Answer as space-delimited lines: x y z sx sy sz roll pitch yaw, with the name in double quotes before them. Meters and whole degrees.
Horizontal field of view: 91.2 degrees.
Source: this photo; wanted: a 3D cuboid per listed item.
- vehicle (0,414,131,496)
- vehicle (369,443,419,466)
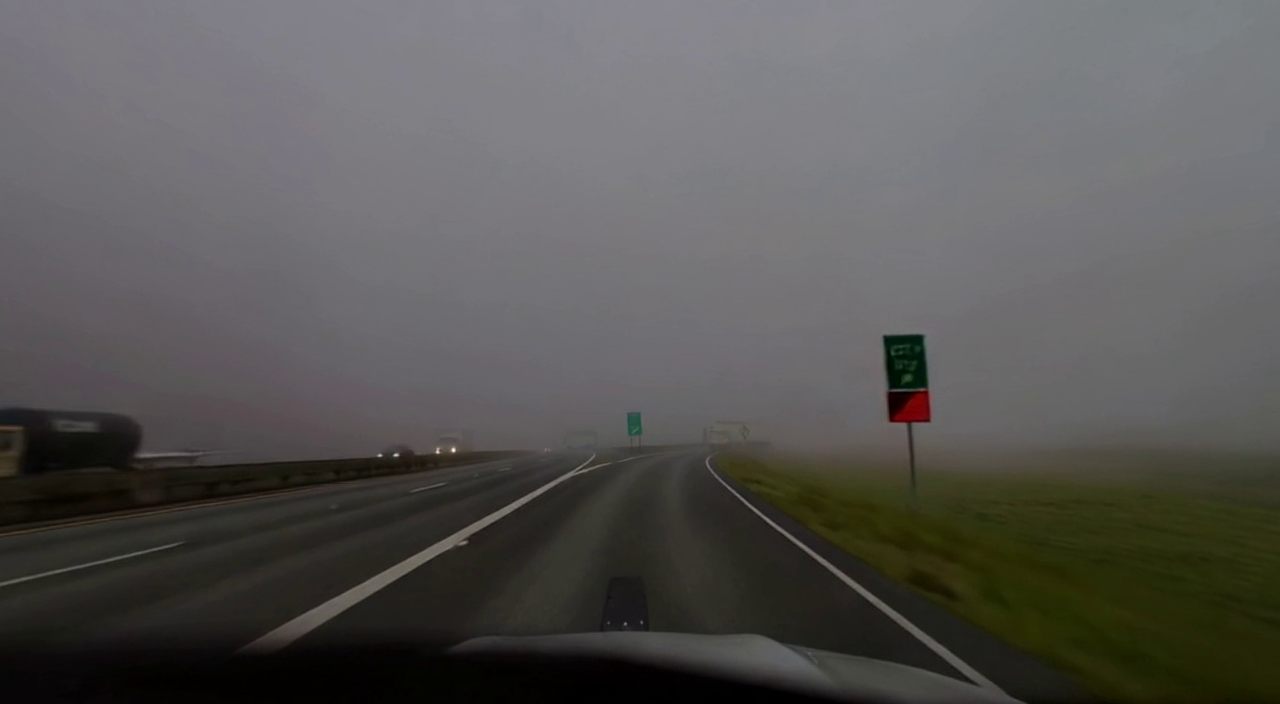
"vehicle" -21.468 3.544 21.652 2.313 2.568 6.573 0 -9 -1
"vehicle" -18.051 7.529 46.240 1.926 1.617 4.566 0 -9 -1
